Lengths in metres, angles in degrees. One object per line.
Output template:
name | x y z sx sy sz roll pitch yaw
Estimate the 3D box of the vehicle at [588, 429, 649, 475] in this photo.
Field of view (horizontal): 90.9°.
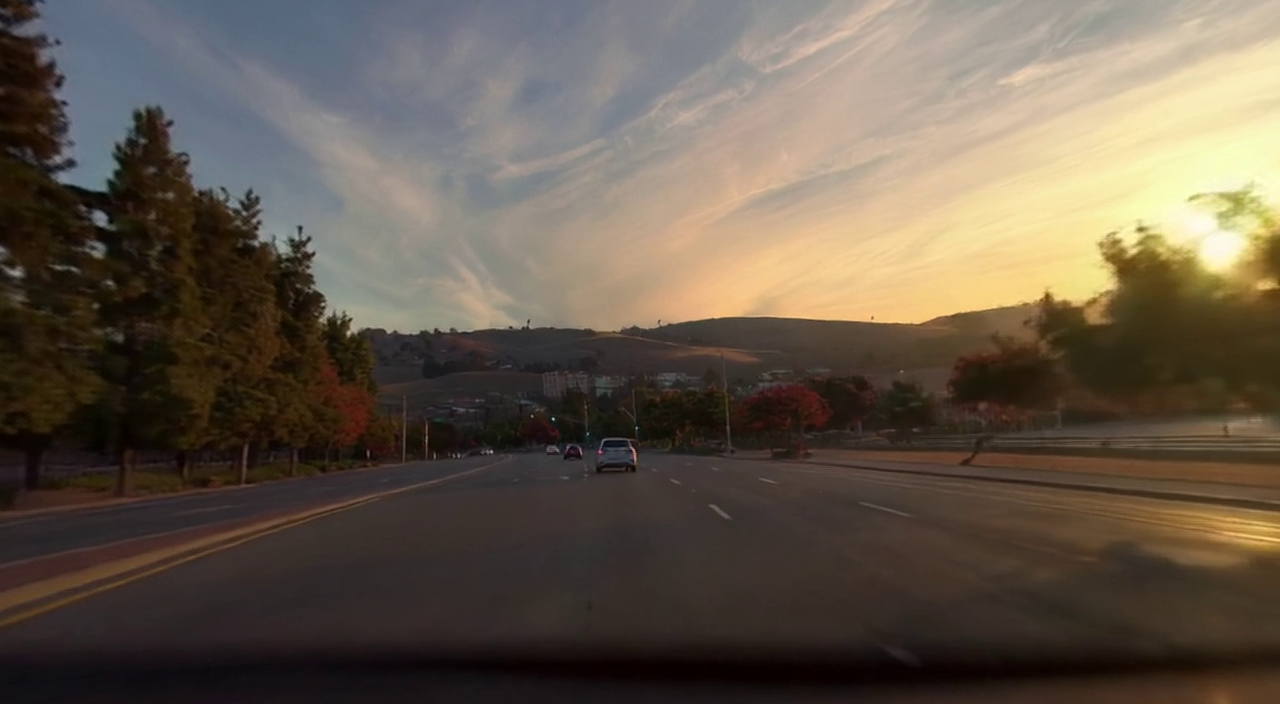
vehicle | -1.021 4.239 26.945 2.253 1.756 4.313 1 -8 -6
